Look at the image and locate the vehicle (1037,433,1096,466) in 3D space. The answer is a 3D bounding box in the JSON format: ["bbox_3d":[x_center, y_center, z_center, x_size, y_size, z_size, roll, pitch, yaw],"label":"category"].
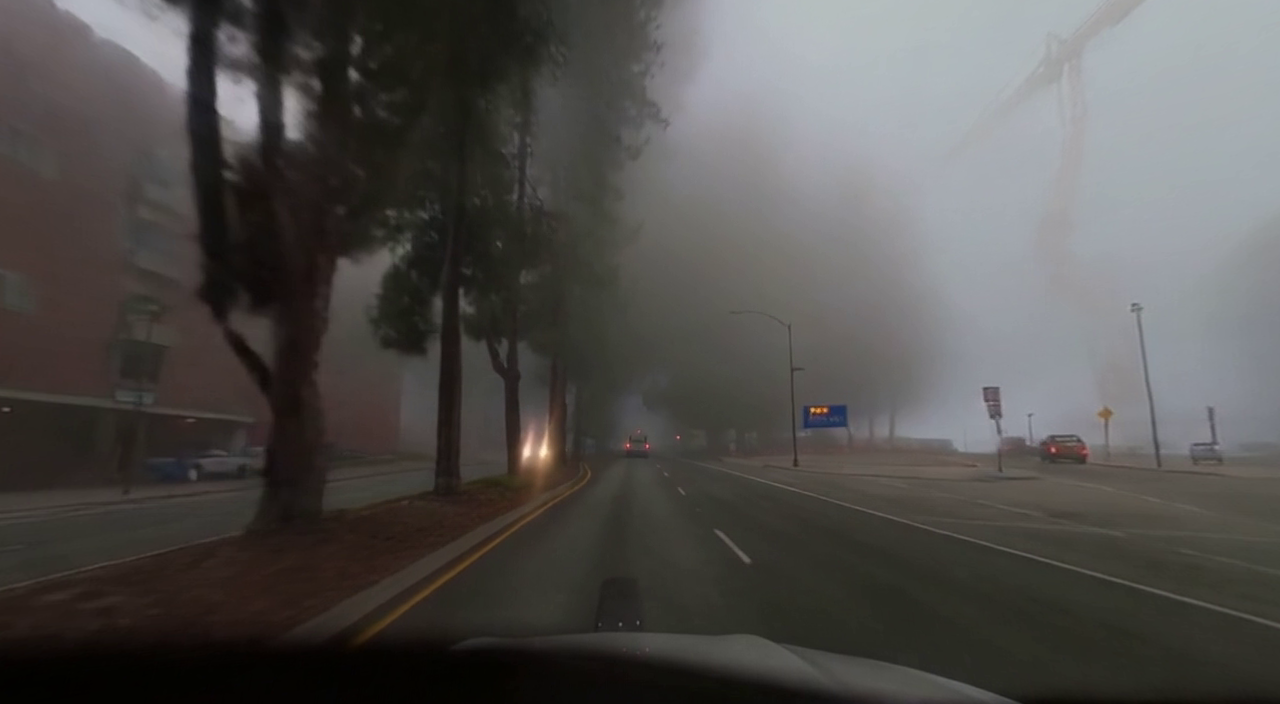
[{"bbox_3d":[31.111,7.097,46.239,2.541,2.248,5.629,-4,-9,24],"label":"vehicle"}]

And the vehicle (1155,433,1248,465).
[{"bbox_3d":[36.058,6.215,40.599,4.710,1.864,1.949,0,-8,-13],"label":"vehicle"}]

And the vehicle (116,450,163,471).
[{"bbox_3d":[-37.563,8.099,47.405,3.953,1.457,1.920,-7,-11,40],"label":"vehicle"}]

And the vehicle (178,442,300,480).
[{"bbox_3d":[-23.103,6.269,36.743,5.745,1.920,2.281,3,-9,-30],"label":"vehicle"}]
